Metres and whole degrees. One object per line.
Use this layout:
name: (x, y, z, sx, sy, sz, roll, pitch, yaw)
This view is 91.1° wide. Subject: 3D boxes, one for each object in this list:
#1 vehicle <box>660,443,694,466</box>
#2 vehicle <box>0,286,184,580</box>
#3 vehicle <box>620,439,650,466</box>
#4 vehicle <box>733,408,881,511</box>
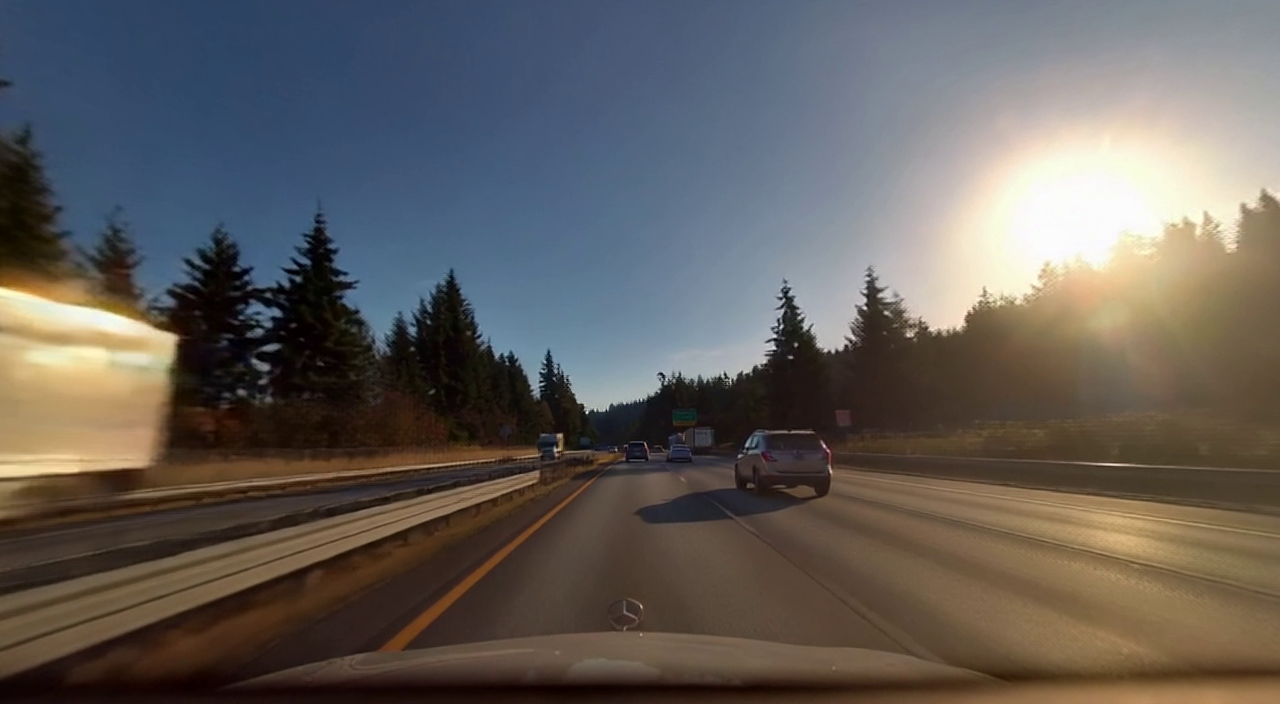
vehicle: (2.696, 7.599, 46.772, 2.123, 1.620, 4.959, 0, -9, -1)
vehicle: (-10.609, 0.575, 5.086, 3.462, 4.045, 14.036, 0, -9, -1)
vehicle: (-0.396, 7.585, 47.691, 2.192, 1.912, 4.524, 0, -9, -1)
vehicle: (3.606, 2.442, 14.621, 1.981, 1.984, 4.623, 0, -9, -2)
